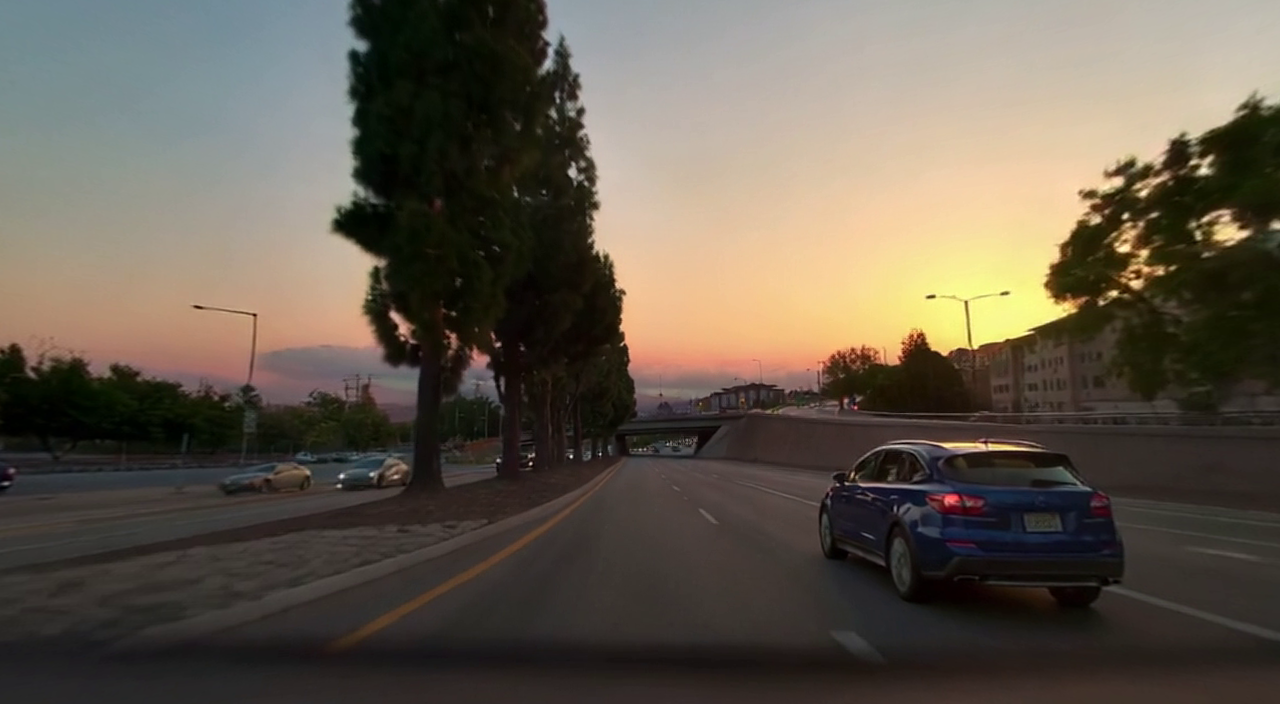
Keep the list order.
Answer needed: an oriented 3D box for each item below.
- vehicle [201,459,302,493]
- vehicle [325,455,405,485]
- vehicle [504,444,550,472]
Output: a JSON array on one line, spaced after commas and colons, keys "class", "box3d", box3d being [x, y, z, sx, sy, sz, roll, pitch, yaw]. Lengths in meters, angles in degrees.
[{"class": "vehicle", "box3d": [-19.057, 6.074, 31.289, 2.001, 1.468, 4.746, 0, -9, 0]}, {"class": "vehicle", "box3d": [-15.157, 6.510, 35.214, 2.167, 1.506, 4.924, 0, -9, 1]}, {"class": "vehicle", "box3d": [-8.480, 7.954, 47.809, 2.312, 1.970, 5.878, 0, -9, 1]}]
